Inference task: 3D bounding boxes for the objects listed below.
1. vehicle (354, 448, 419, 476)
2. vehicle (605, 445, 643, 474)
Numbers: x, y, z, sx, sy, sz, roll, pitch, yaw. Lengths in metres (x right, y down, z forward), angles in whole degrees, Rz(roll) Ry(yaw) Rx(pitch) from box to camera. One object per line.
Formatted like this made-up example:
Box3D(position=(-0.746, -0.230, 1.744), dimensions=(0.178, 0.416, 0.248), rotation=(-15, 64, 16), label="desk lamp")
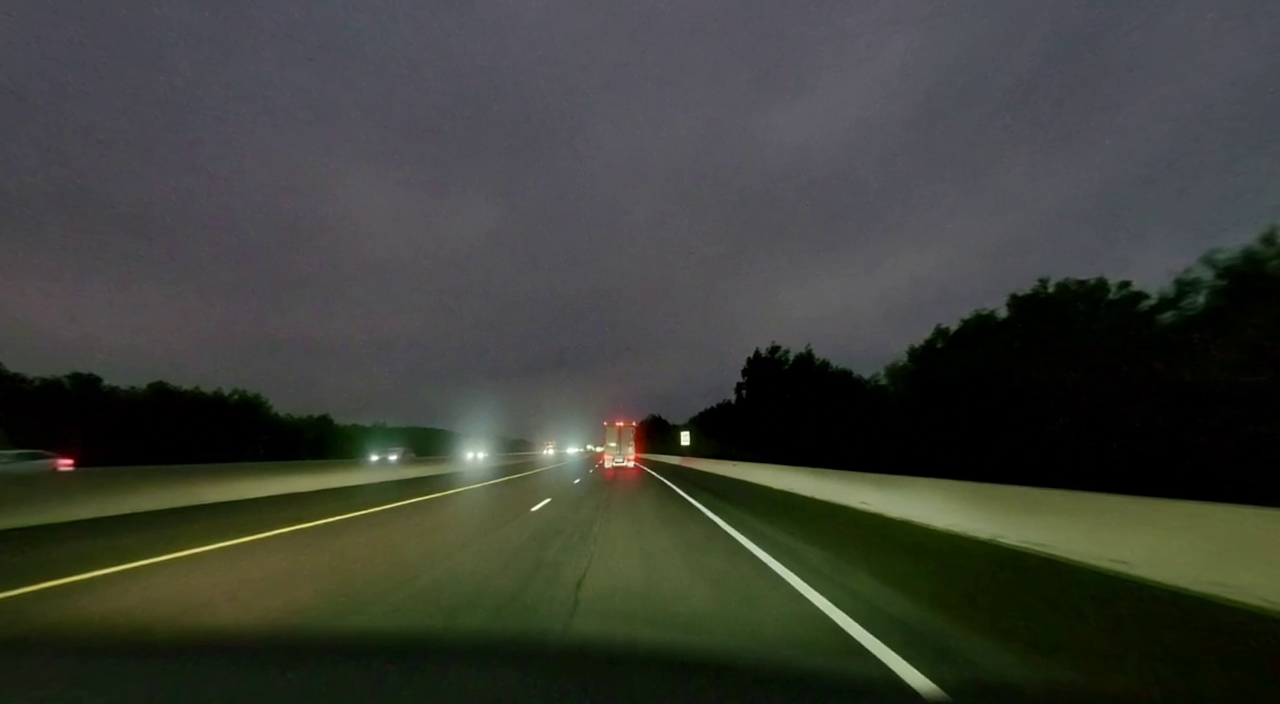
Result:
Box3D(position=(-14.825, 6.440, 36.976), dimensions=(1.869, 1.513, 4.740), rotation=(0, -9, 0), label="vehicle")
Box3D(position=(-0.973, 6.641, 38.894), dimensions=(2.230, 1.715, 4.243), rotation=(0, -9, -1), label="vehicle")
